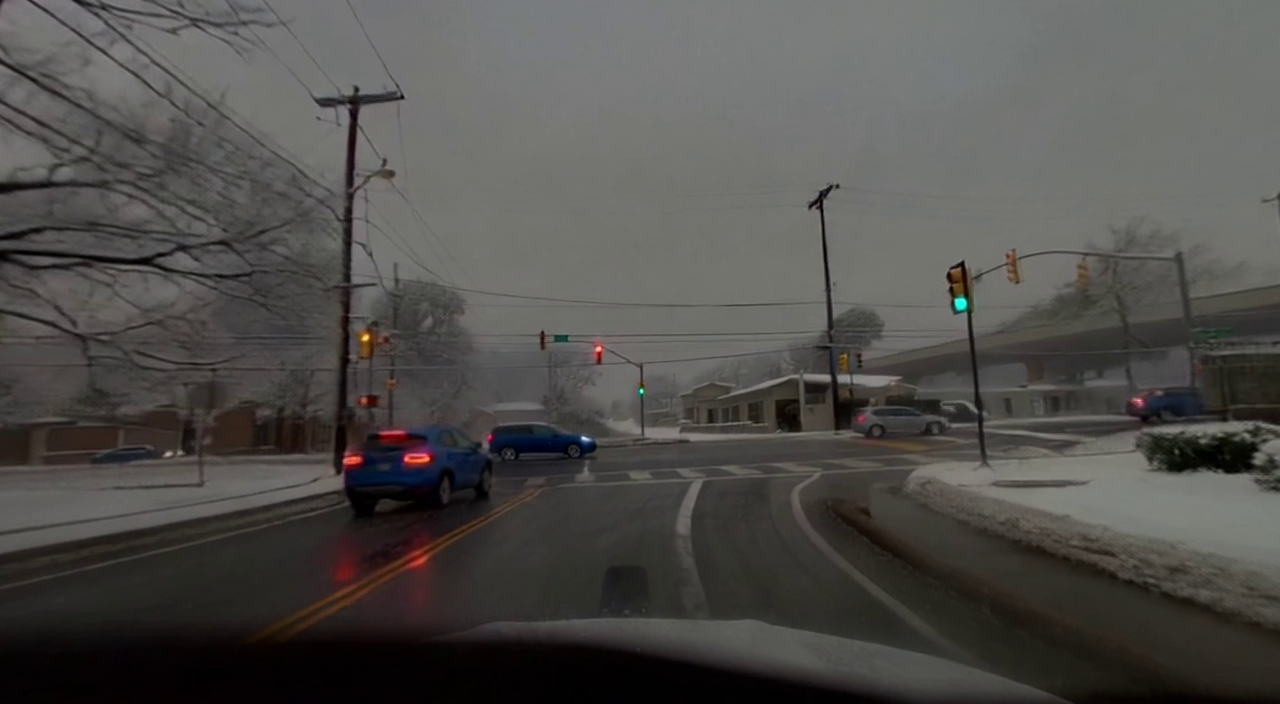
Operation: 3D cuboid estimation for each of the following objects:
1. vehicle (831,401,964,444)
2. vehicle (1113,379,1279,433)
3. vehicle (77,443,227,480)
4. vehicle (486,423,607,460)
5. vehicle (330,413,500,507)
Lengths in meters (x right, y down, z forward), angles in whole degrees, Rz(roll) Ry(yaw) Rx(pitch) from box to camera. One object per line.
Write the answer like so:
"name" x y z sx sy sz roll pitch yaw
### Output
"vehicle" 10.607 2.956 26.248 4.636 1.668 1.935 -1 -8 2
"vehicle" 22.794 2.262 25.798 4.950 2.022 2.221 0 -8 1
"vehicle" -20.376 4.575 26.479 4.610 1.476 2.021 0 -8 0
"vehicle" -3.859 3.756 26.584 4.757 1.442 1.858 -1 -6 1
"vehicle" -4.724 2.359 14.137 1.928 1.726 4.704 -1 -9 2
